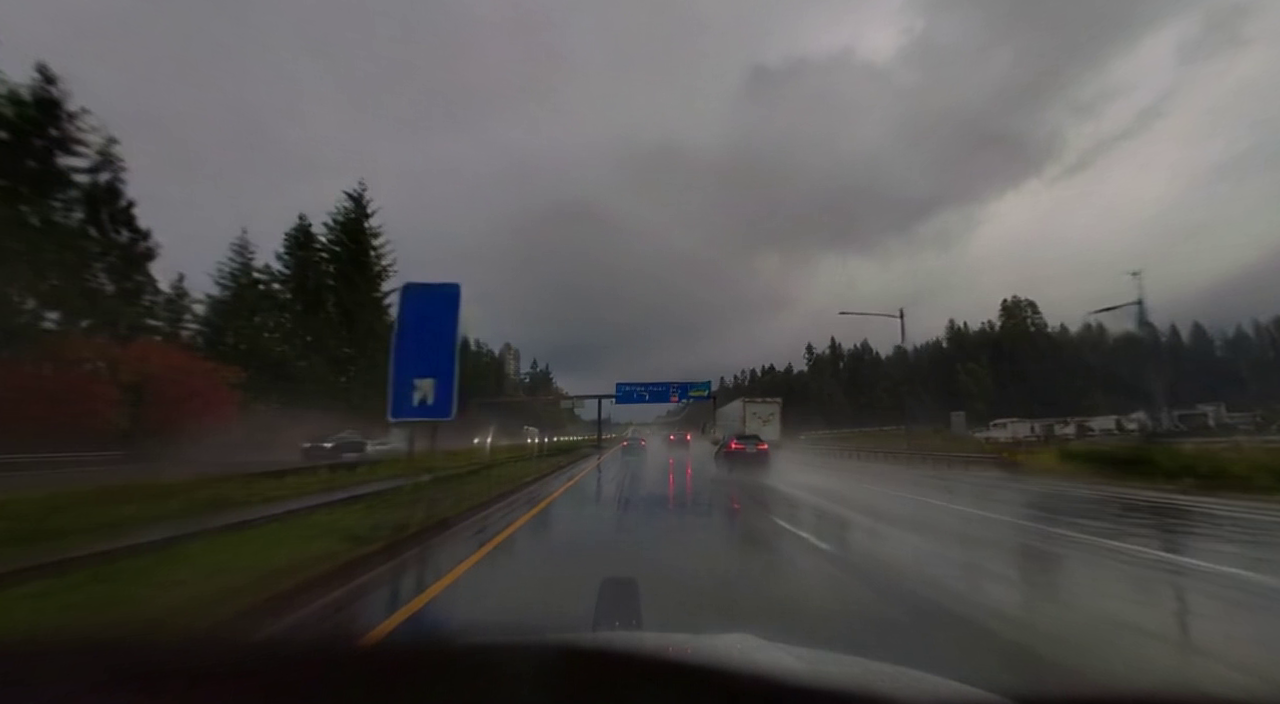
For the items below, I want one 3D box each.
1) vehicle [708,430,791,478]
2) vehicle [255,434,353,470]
[{"bbox_3d":[3.766,3.593,22.614,1.986,1.501,4.529,0,-8,-2],"label":"vehicle"},{"bbox_3d":[-15.438,4.601,29.287,1.876,1.505,4.819,0,-8,0],"label":"vehicle"}]
